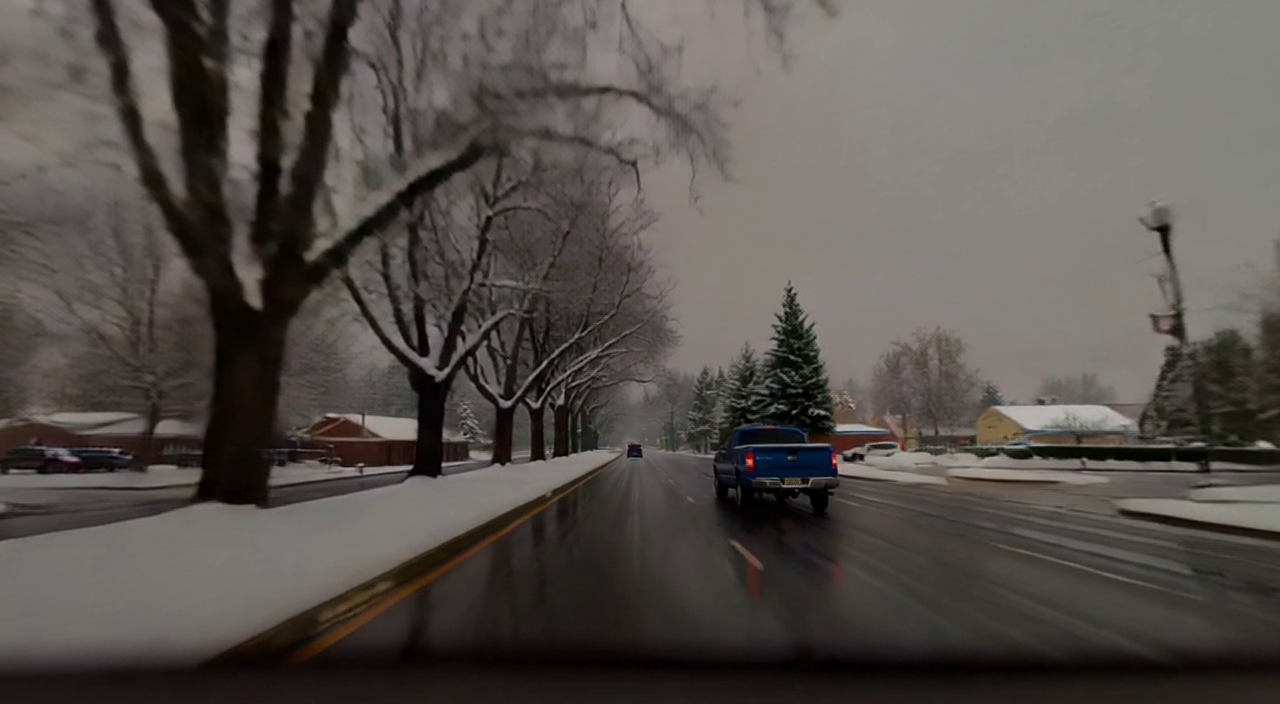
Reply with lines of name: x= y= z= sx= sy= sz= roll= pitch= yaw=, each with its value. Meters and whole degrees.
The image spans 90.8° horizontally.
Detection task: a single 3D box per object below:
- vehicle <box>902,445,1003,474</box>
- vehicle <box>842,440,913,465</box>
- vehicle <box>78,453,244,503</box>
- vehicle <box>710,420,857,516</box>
vehicle: x=16.932 y=5.809 z=34.432 sx=4.721 sy=1.462 sz=2.028 roll=-4 pitch=-9 yaw=25
vehicle: x=17.528 y=7.367 z=46.651 sx=4.747 sy=1.761 sz=2.043 roll=-3 pitch=-9 yaw=22
vehicle: x=-19.062 y=4.989 z=25.264 sx=5.074 sy=1.804 sz=2.283 roll=-1 pitch=-8 yaw=10
vehicle: x=3.070 y=2.620 z=14.871 sx=2.138 sy=1.836 sz=5.245 roll=0 pitch=-8 yaw=-1
